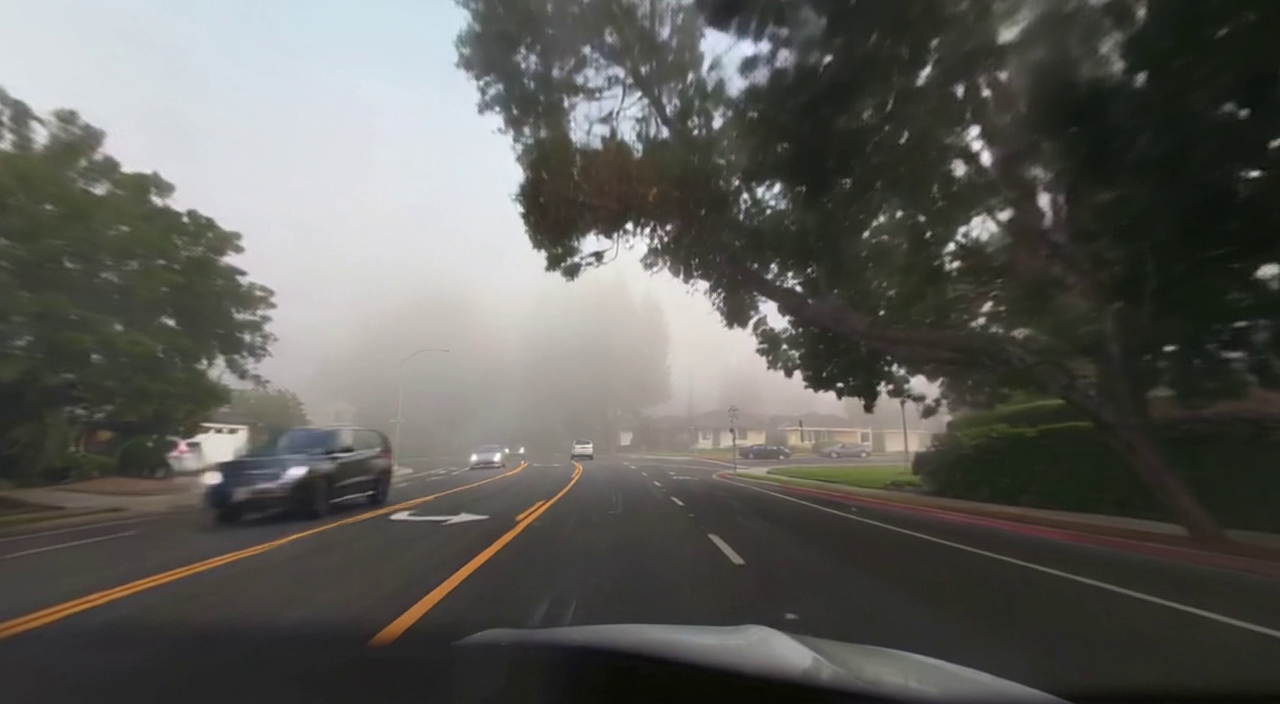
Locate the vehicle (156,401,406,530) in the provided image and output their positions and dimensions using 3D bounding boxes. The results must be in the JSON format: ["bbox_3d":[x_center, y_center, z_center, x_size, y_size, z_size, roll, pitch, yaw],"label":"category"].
[{"bbox_3d":[-6.717,2.201,12.675,2.281,2.069,4.797,0,-9,-2],"label":"vehicle"}]

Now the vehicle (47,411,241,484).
[{"bbox_3d":[-20.261,3.887,25.883,6.474,2.781,2.364,-1,-9,11],"label":"vehicle"}]

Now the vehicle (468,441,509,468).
[{"bbox_3d":[-9.329,6.344,39.169,1.910,1.538,4.478,0,-8,-7],"label":"vehicle"}]

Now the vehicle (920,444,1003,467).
[{"bbox_3d":[21.808,7.022,42.884,4.607,1.481,1.884,-1,-9,10],"label":"vehicle"}]
